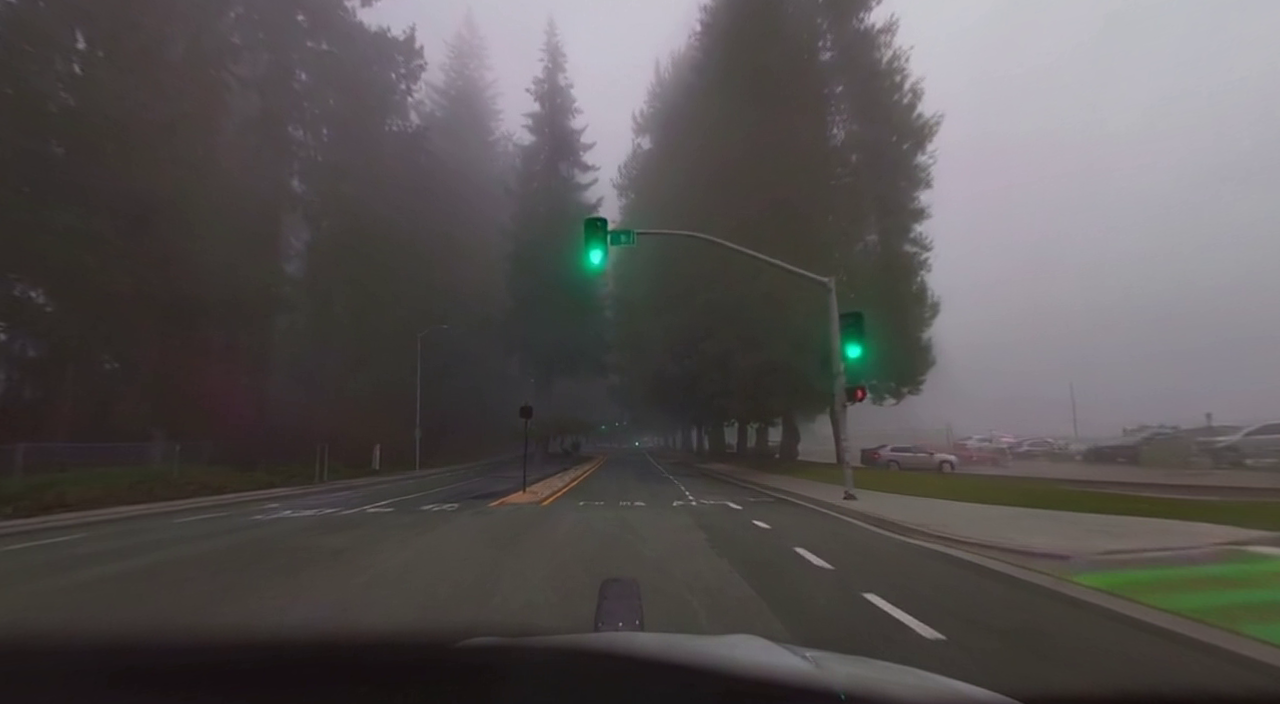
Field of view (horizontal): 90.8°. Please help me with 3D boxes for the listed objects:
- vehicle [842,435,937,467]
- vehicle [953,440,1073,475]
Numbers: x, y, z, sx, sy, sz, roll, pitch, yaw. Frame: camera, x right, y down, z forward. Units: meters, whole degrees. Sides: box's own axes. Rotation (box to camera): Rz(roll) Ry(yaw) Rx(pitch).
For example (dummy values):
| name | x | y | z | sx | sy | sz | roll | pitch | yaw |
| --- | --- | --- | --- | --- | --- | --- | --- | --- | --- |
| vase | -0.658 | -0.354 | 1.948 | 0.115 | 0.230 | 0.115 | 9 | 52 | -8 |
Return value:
| name | x | y | z | sx | sy | sz | roll | pitch | yaw |
| --- | --- | --- | --- | --- | --- | --- | --- | --- | --- |
| vehicle | 14.506 | 5.806 | 36.951 | 4.725 | 1.716 | 2.003 | 0 | -11 | 5 |
| vehicle | 15.573 | 4.412 | 26.526 | 3.914 | 1.415 | 1.626 | 0 | -9 | 3 |
